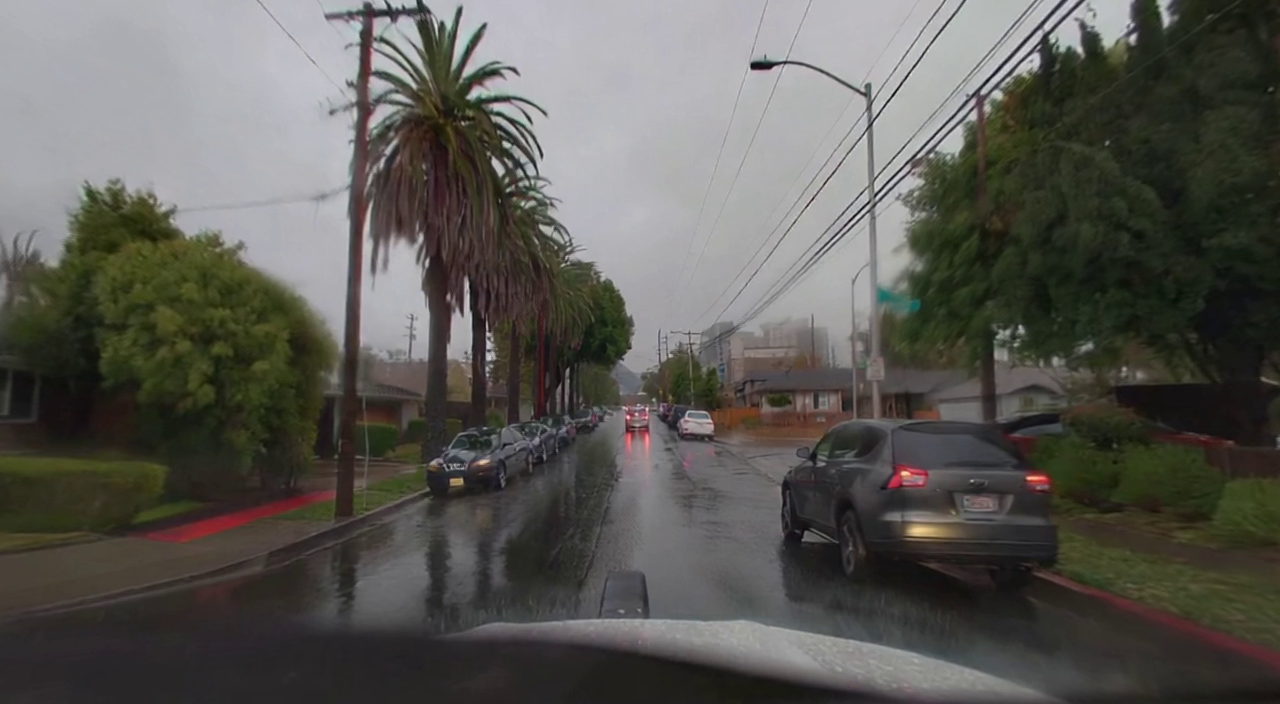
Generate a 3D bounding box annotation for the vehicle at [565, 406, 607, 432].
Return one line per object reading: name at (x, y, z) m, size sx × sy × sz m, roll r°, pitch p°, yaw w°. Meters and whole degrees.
vehicle at (-3.690, 4.778, 44.509) m, size 2.130 × 1.543 × 5.386 m, roll -1°, pitch -8°, yaw 4°

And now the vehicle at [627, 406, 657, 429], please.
vehicle at (0.119, 4.834, 45.973) m, size 2.081 × 1.483 × 4.599 m, roll 0°, pitch -8°, yaw 0°

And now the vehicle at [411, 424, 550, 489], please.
vehicle at (-4.072, 2.819, 17.391) m, size 2.157 × 1.487 × 5.718 m, roll -1°, pitch -8°, yaw 2°

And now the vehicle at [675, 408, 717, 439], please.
vehicle at (3.173, 4.200, 36.625) m, size 2.060 × 1.614 × 4.652 m, roll 0°, pitch -8°, yaw 0°

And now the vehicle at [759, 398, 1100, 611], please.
vehicle at (2.768, 1.573, 7.538) m, size 1.895 × 1.680 × 4.842 m, roll 0°, pitch -8°, yaw 2°

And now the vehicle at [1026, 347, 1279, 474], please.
vehicle at (10.775, 1.322, 12.857) m, size 2.302 × 2.005 × 5.819 m, roll -1°, pitch -8°, yaw 2°
